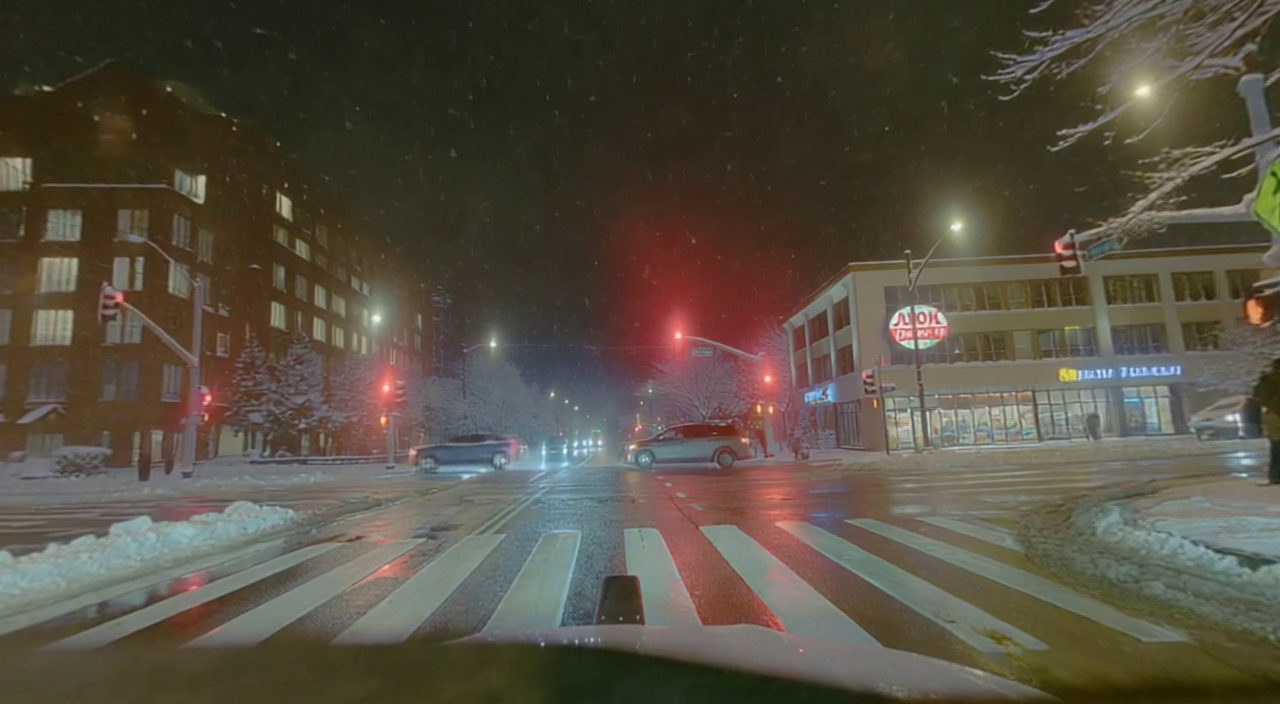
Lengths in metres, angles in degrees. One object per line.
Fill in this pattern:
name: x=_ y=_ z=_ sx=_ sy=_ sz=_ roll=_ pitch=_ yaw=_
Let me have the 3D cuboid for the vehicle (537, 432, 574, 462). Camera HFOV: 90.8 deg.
vehicle: x=-5.115 y=5.804 z=38.615 sx=1.976 sy=1.683 sz=4.117 roll=0 pitch=-8 yaw=-4

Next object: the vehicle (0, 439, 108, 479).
vehicle: x=-31.554 y=5.609 z=33.527 sx=2.205 sy=1.903 sz=5.877 roll=1 pitch=-9 yaw=-9

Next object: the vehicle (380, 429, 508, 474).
vehicle: x=-7.641 y=3.934 z=25.030 sx=4.513 sy=1.682 sz=1.810 roll=1 pitch=-9 yaw=-7

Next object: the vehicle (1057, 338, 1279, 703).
vehicle: x=3.022 y=0.611 z=0.870 sx=1.866 sy=1.654 sz=4.354 roll=0 pitch=-8 yaw=0

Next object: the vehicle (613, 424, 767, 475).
vehicle: x=1.544 y=3.111 z=20.359 sx=4.612 sy=1.521 sz=1.811 roll=1 pitch=-9 yaw=-9

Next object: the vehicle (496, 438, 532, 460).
vehicle: x=-8.624 y=6.694 z=43.705 sx=1.906 sy=1.402 sz=4.904 roll=0 pitch=-8 yaw=-5
